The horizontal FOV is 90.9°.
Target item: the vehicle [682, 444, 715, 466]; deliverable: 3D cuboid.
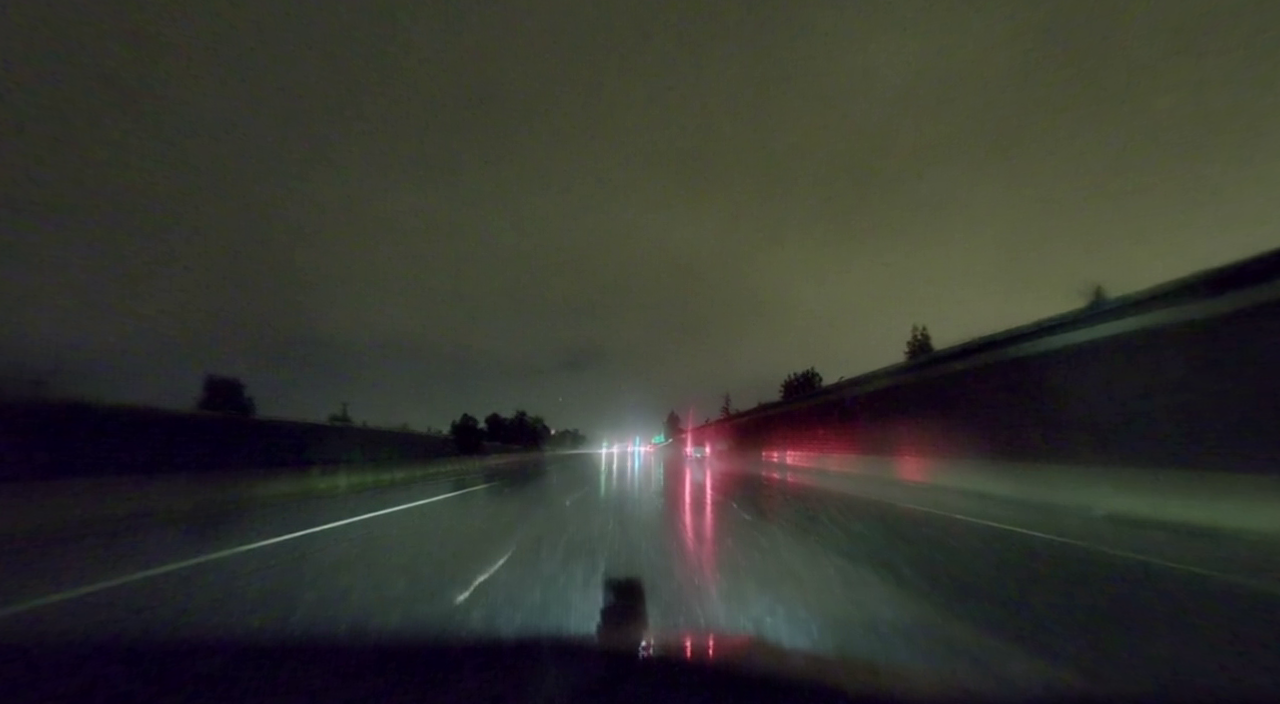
[{"bbox_3d":[4.130,7.342,45.105,2.003,1.520,4.058,0,-9,0],"label":"vehicle"}]
